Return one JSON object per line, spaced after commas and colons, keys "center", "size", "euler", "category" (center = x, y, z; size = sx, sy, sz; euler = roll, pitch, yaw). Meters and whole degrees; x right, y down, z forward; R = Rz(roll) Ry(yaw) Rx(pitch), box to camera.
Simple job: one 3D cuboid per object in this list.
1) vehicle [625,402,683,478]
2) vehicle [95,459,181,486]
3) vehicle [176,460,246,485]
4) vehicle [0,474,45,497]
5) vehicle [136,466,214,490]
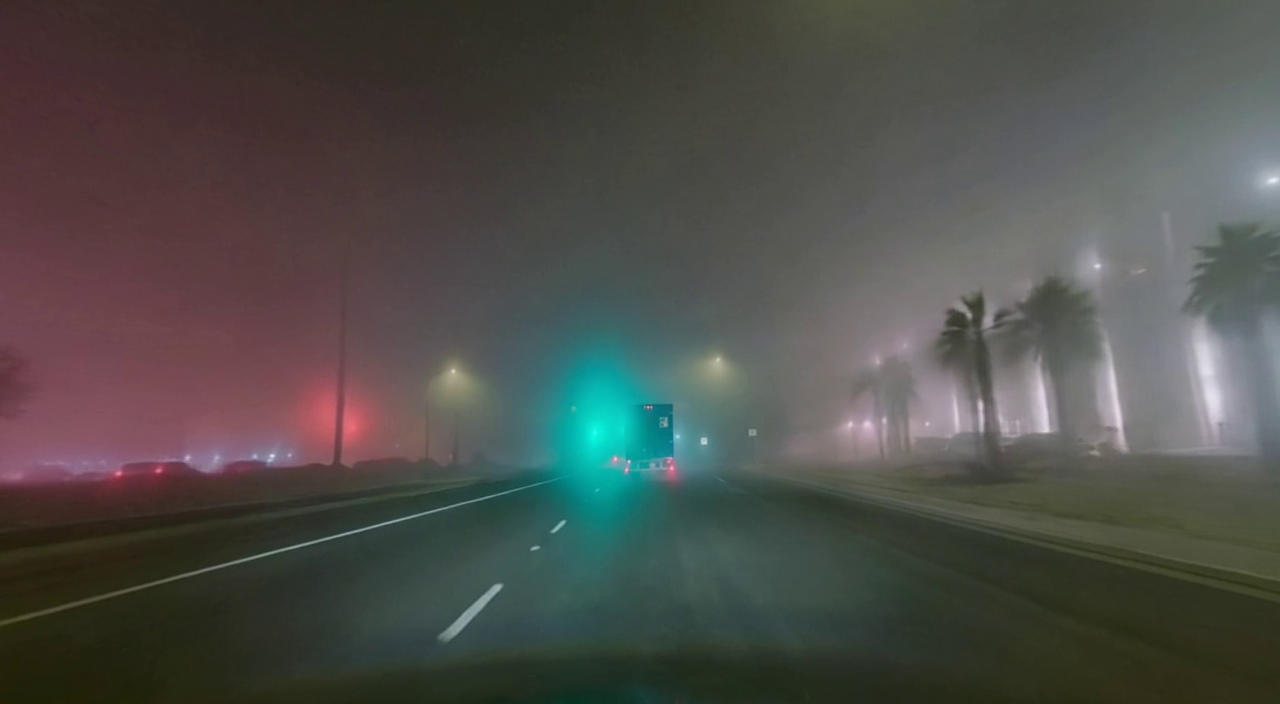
{"center": [0.619, 5.469, 38.440], "size": [2.992, 3.949, 11.815], "euler": [0, -9, -1], "category": "vehicle"}
{"center": [-38.925, 9.340, 48.750], "size": [4.931, 1.941, 1.888], "euler": [0, -9, 0], "category": "vehicle"}
{"center": [-33.492, 9.416, 49.036], "size": [4.128, 1.603, 1.853], "euler": [-3, -9, 1], "category": "vehicle"}
{"center": [-48.033, 10.100, 47.589], "size": [1.720, 1.512, 4.058], "euler": [0, -9, 1], "category": "vehicle"}
{"center": [-34.002, 9.208, 45.981], "size": [4.296, 1.513, 1.825], "euler": [0, -7, 3], "category": "vehicle"}
